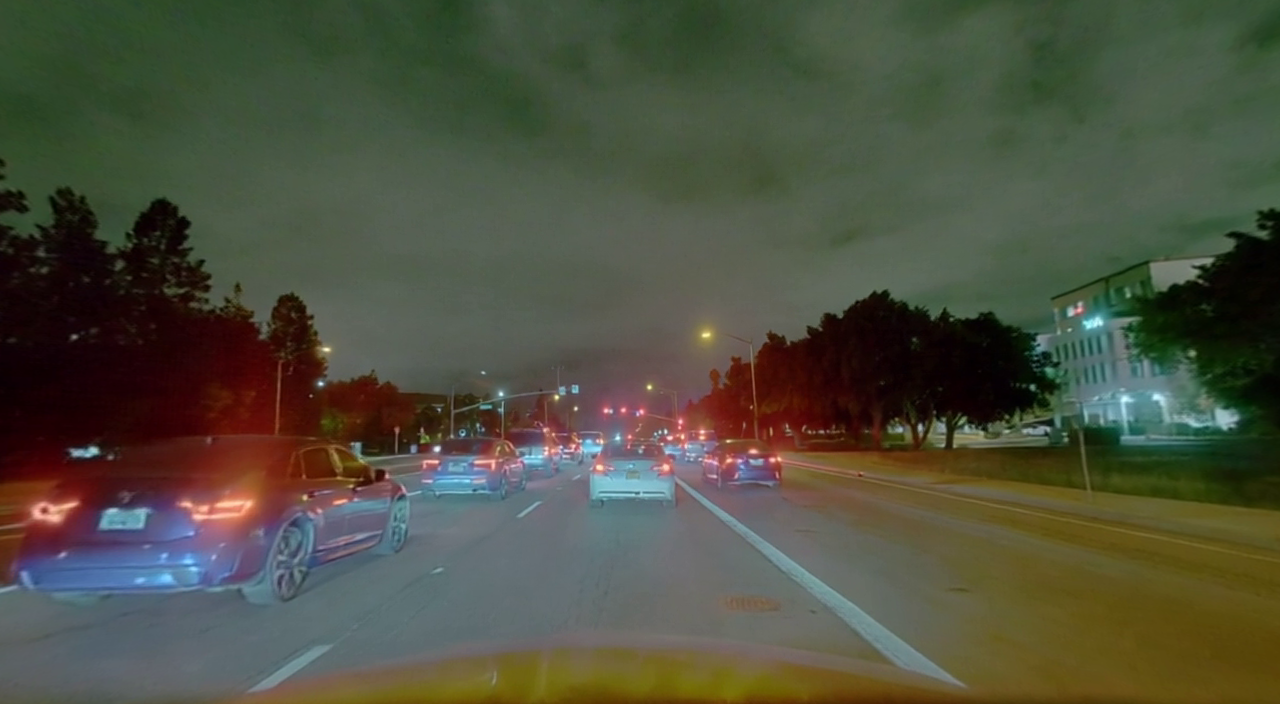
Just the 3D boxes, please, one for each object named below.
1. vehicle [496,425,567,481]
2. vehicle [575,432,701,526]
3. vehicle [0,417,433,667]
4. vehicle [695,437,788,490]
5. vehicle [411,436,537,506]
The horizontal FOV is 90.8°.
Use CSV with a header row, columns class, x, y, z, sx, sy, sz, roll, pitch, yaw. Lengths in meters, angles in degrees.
class,x,y,z,sx,sy,sz,roll,pitch,yaw
vehicle,-3.971,3.787,23.875,2.054,1.881,4.469,0,-8,-2
vehicle,-0.098,2.332,12.169,2.007,1.467,4.059,0,-8,-2
vehicle,-3.731,1.461,6.013,2.052,1.475,4.341,0,-8,0
vehicle,3.016,3.408,19.744,1.978,1.452,4.381,0,-8,-3
vehicle,-3.864,2.839,15.538,1.985,1.467,4.224,0,-8,0
